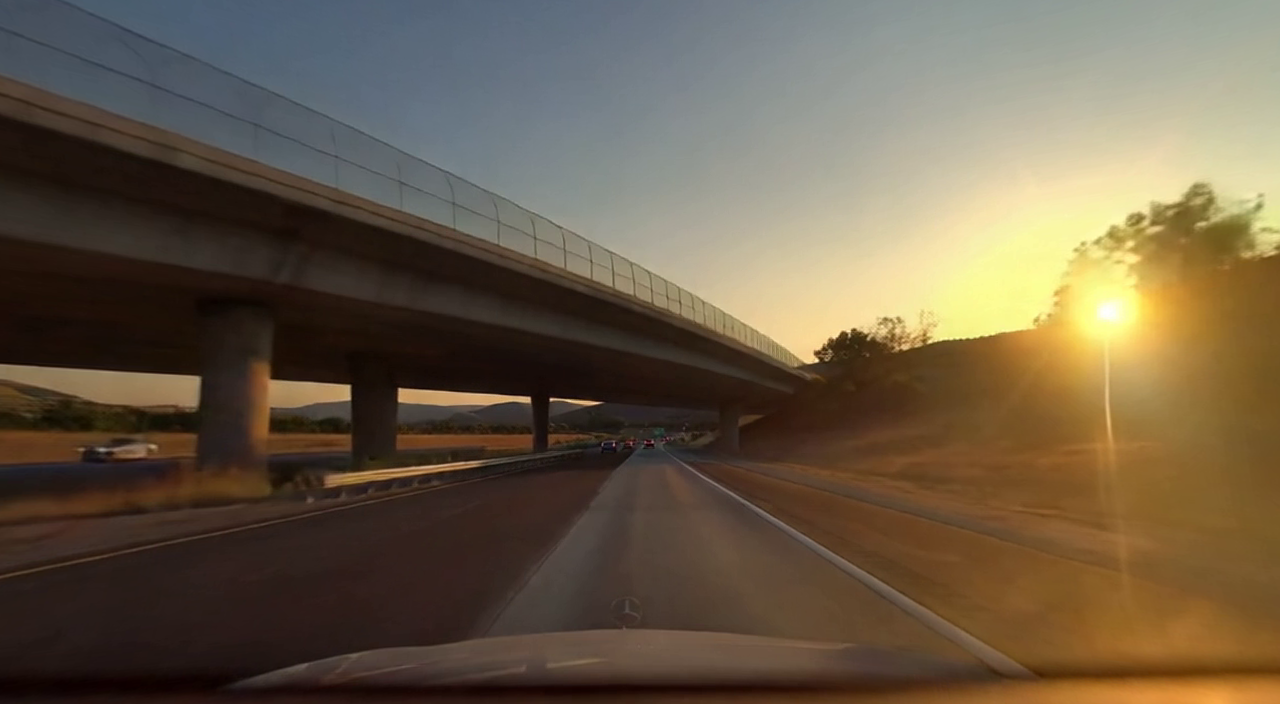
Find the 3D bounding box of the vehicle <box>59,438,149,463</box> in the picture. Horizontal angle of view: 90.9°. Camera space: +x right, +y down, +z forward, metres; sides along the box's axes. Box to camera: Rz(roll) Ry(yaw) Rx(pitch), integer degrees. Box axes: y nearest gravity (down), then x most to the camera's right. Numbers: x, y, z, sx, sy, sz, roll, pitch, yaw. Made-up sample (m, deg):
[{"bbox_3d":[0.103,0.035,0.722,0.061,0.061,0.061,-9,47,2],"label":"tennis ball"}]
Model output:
[{"bbox_3d":[-33.002,6.076,39.007,1.824,1.477,4.353,0,-8,-1],"label":"vehicle"}]
